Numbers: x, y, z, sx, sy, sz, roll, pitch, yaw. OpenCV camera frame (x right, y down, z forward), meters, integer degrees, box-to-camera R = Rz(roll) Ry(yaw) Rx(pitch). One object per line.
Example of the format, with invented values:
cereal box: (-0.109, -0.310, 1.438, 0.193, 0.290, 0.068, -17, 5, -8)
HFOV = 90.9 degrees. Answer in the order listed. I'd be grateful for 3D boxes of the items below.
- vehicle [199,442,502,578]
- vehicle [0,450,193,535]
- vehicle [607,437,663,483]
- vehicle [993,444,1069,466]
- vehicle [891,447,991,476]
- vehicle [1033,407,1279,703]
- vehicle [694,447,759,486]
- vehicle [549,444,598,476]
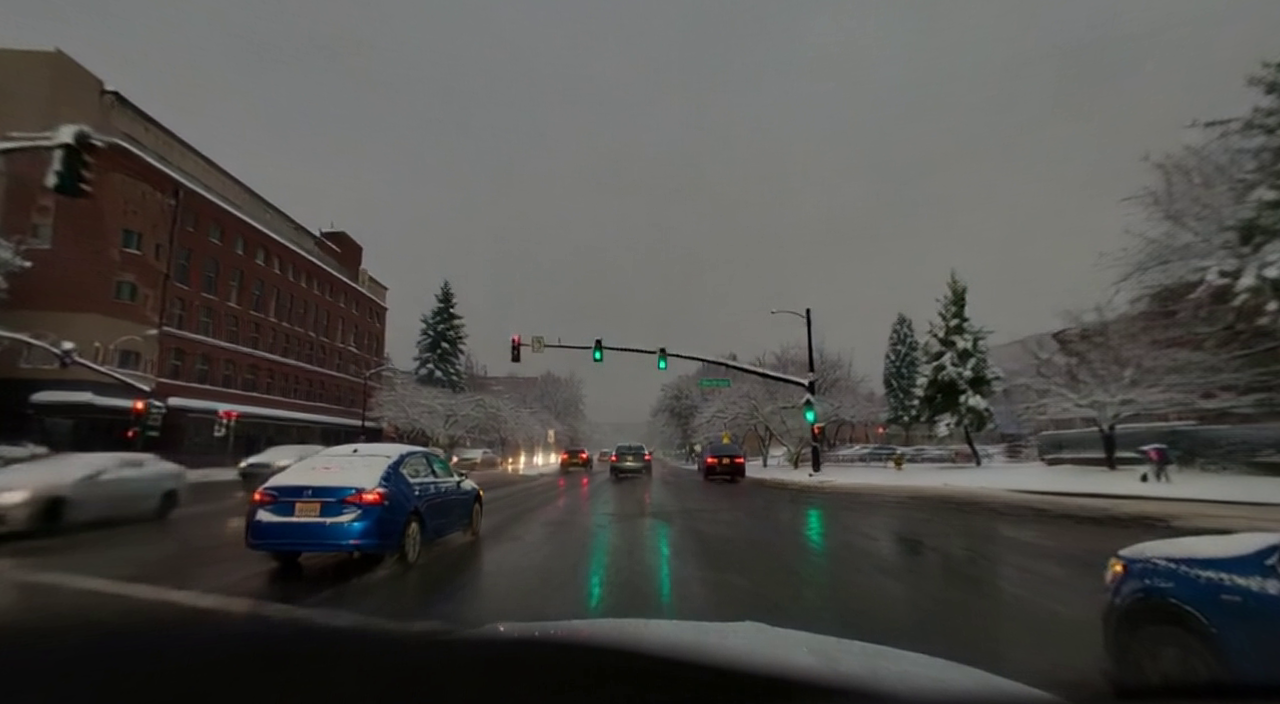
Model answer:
vehicle: (-3.424, 1.930, 8.493, 2.115, 1.369, 3.908, 0, -9, 2)
vehicle: (-12.435, 2.903, 13.708, 2.008, 1.498, 4.557, 0, -9, 0)
vehicle: (-0.205, 4.895, 28.873, 2.361, 1.898, 4.465, 0, -9, 0)
vehicle: (29.506, 7.785, 47.658, 4.324, 1.538, 2.071, 0, -9, -2)
vehicle: (16.157, 5.868, 34.023, 4.407, 1.492, 1.930, 0, -9, 2)
vehicle: (3.225, 0.794, 1.253, 2.052, 1.475, 4.540, 0, -9, 2)
vehicle: (3.501, 4.710, 26.215, 2.058, 1.472, 4.317, 0, -9, 0)
vehicle: (-3.537, 5.841, 34.297, 2.130, 1.645, 3.995, 0, -9, 1)
